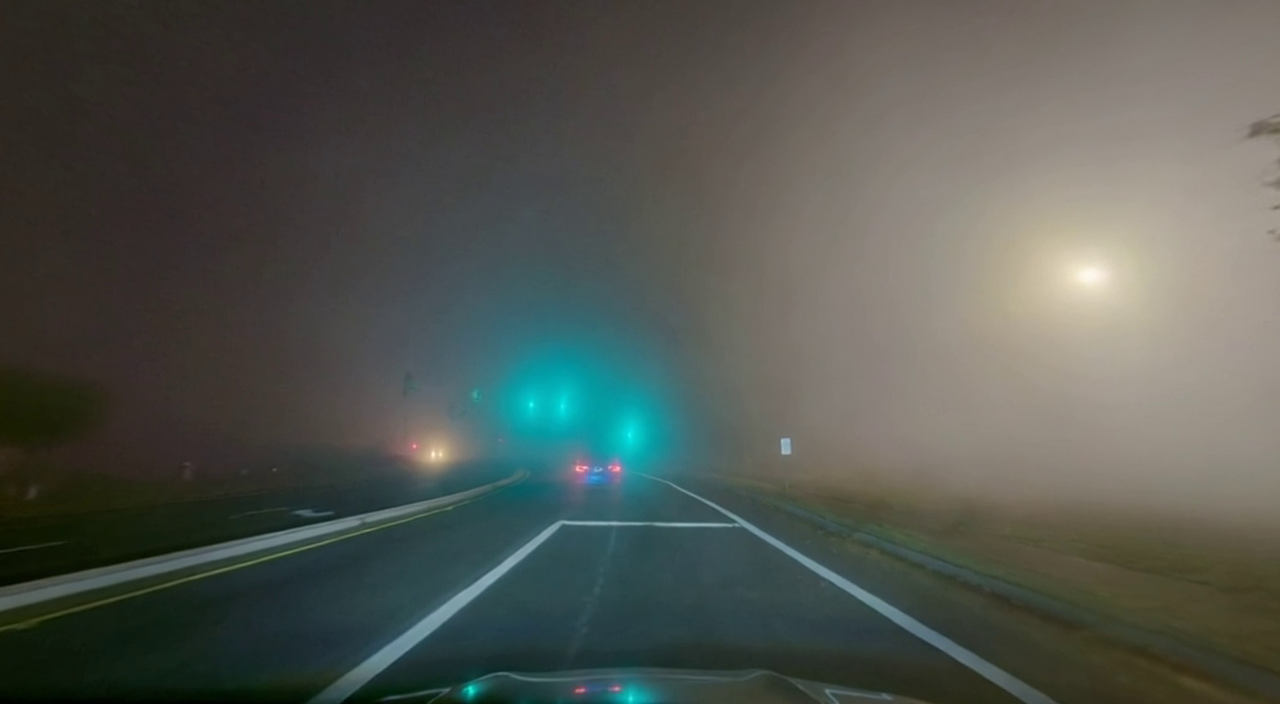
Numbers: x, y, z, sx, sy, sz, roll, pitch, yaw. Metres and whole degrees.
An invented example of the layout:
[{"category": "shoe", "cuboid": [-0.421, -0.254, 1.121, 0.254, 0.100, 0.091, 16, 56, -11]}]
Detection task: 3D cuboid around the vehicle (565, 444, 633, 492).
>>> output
[{"category": "vehicle", "cuboid": [-1.568, 4.070, 22.549, 2.148, 1.521, 4.089, 1, -9, -8]}]
